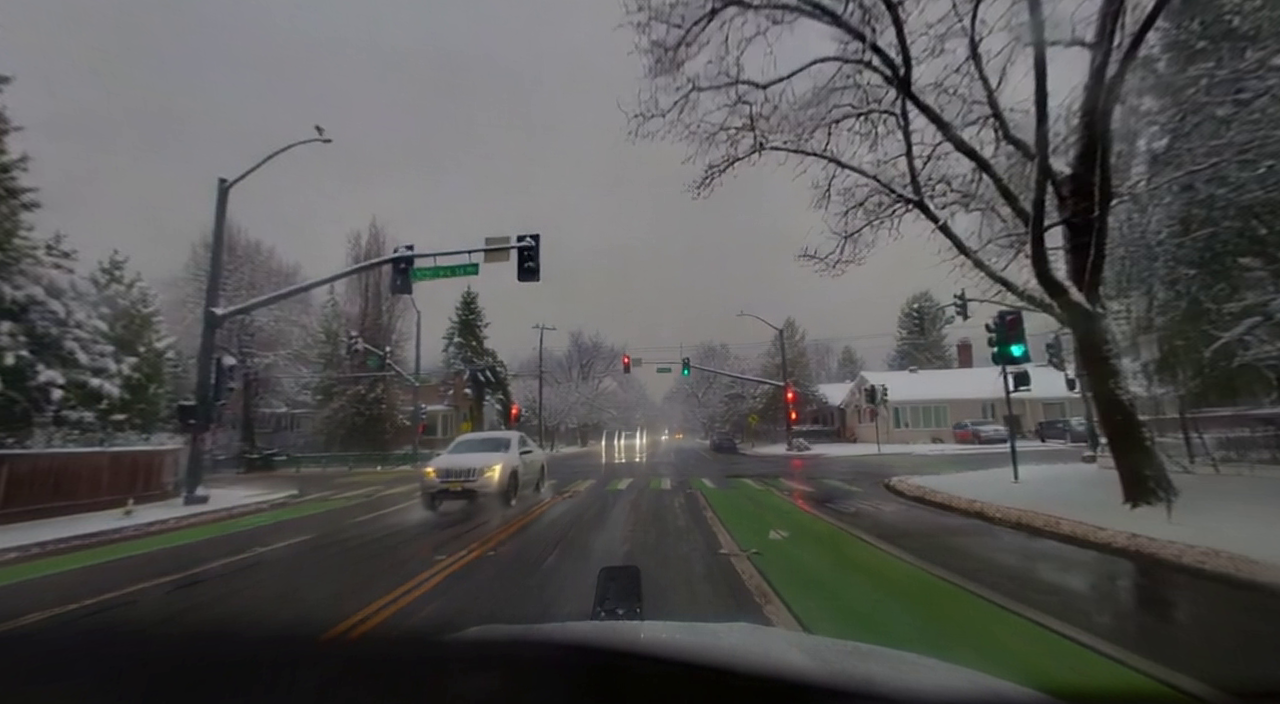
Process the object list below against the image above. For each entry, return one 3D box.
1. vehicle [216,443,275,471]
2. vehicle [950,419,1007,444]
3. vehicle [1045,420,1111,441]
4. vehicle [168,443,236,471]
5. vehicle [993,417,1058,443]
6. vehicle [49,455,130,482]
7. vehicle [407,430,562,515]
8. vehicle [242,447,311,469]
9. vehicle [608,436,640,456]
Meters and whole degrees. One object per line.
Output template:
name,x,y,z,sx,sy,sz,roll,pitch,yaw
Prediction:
vehicle,-31.124,8.265,49.746,1.892,1.801,4.120,-5,-7,3
vehicle,24.888,5.906,46.406,1.964,1.759,4.583,-1,-8,5
vehicle,31.856,5.780,45.948,1.837,1.396,4.695,-1,-8,6
vehicle,-34.164,8.192,49.251,1.979,2.043,4.543,-1,-8,1
vehicle,28.031,5.730,45.909,2.033,1.821,4.542,-1,-8,3
vehicle,-37.093,7.853,42.449,3.835,1.665,1.826,-1,-9,4
vehicle,-3.058,2.484,13.556,1.904,1.489,4.746,-1,-8,3
vehicle,-28.349,8.281,49.313,1.972,1.567,5.009,-1,-8,7
vehicle,-1.189,7.211,48.444,1.982,1.472,4.103,-1,-8,4
